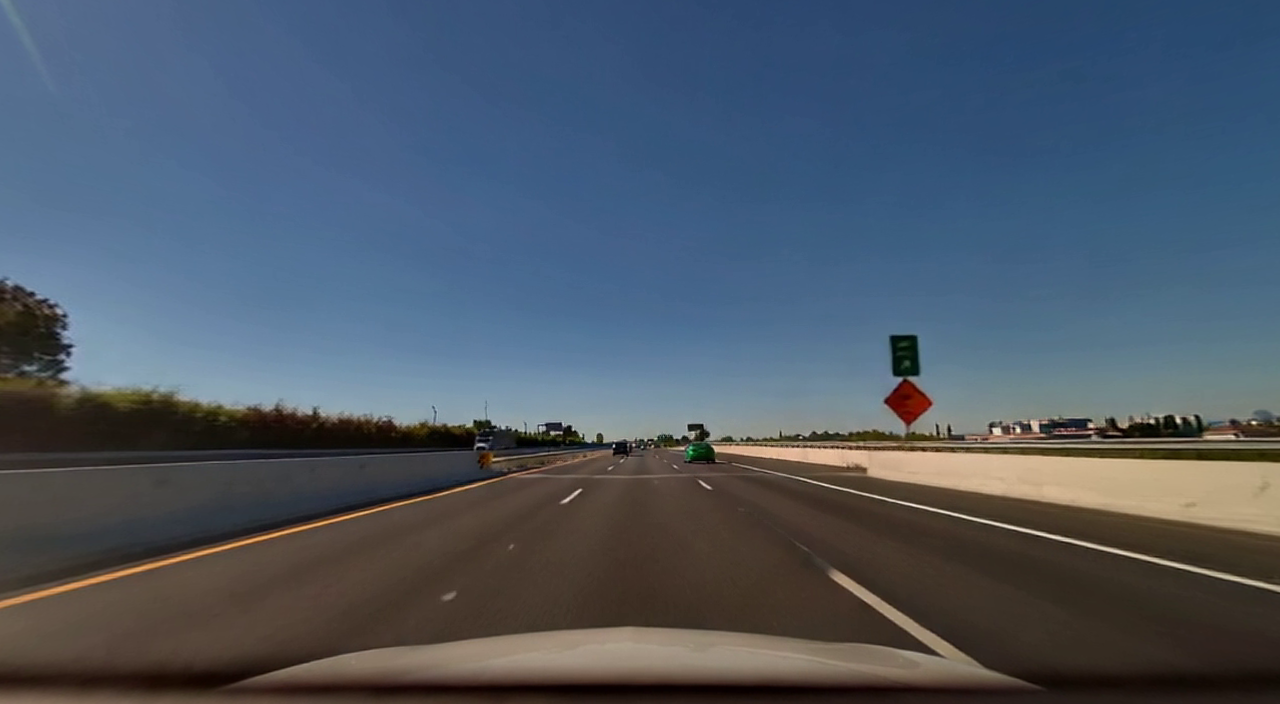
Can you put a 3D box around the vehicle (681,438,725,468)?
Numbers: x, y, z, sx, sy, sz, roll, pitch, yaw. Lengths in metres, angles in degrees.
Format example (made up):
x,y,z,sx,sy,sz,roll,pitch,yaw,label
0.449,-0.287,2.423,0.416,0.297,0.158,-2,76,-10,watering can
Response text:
x,y,z,sx,sy,sz,roll,pitch,yaw,label
3.673,5.969,37.325,2.202,1.682,4.188,0,-8,0,vehicle
